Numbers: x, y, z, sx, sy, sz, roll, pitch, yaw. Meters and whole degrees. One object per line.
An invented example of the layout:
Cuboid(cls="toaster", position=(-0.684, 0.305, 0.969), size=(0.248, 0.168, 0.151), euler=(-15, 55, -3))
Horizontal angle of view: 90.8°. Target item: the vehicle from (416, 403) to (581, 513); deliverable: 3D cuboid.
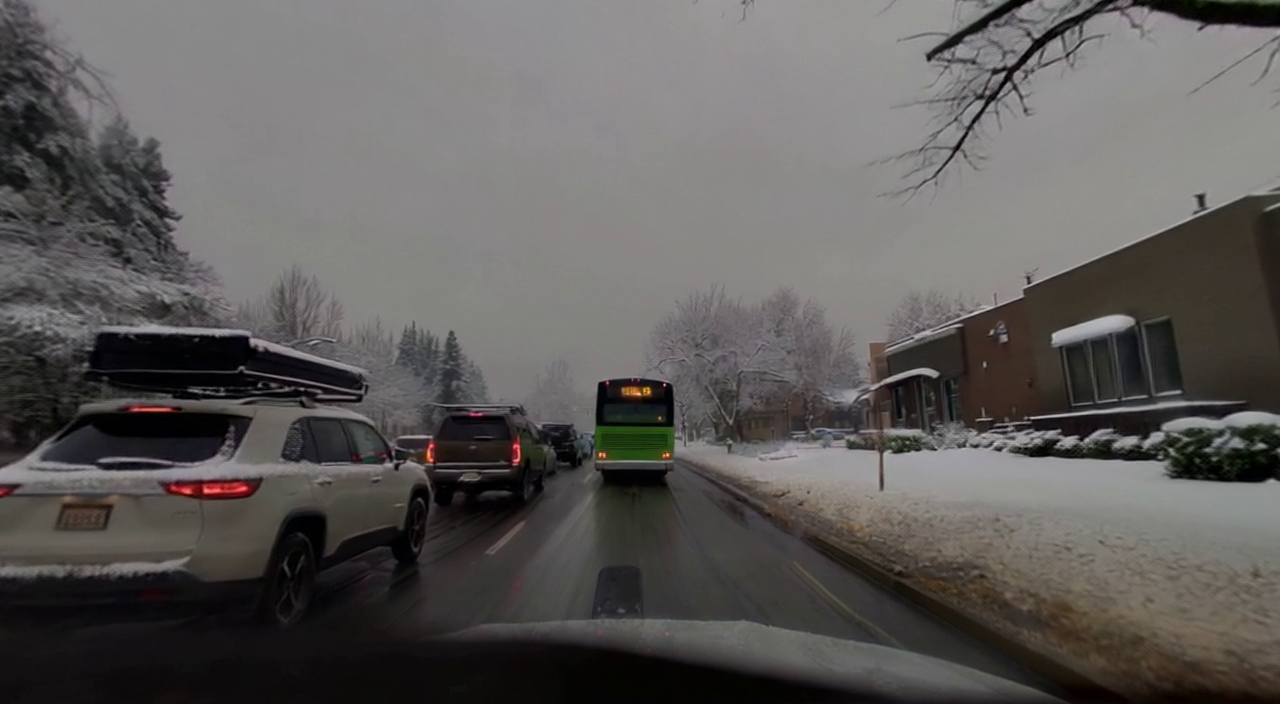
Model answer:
Cuboid(cls="vehicle", position=(-3.051, 2.520, 15.345), size=(2.546, 2.125, 5.869), euler=(0, -9, 1))

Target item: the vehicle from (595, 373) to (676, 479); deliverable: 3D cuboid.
Cuboid(cls="vehicle", position=(-0.170, 3.619, 29.327), size=(2.970, 3.857, 12.200), euler=(0, -9, 0))

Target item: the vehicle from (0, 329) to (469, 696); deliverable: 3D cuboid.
Cuboid(cls="vehicle", position=(-3.364, 1.190, 5.847), size=(2.095, 1.892, 5.043), euler=(0, -9, 0))
